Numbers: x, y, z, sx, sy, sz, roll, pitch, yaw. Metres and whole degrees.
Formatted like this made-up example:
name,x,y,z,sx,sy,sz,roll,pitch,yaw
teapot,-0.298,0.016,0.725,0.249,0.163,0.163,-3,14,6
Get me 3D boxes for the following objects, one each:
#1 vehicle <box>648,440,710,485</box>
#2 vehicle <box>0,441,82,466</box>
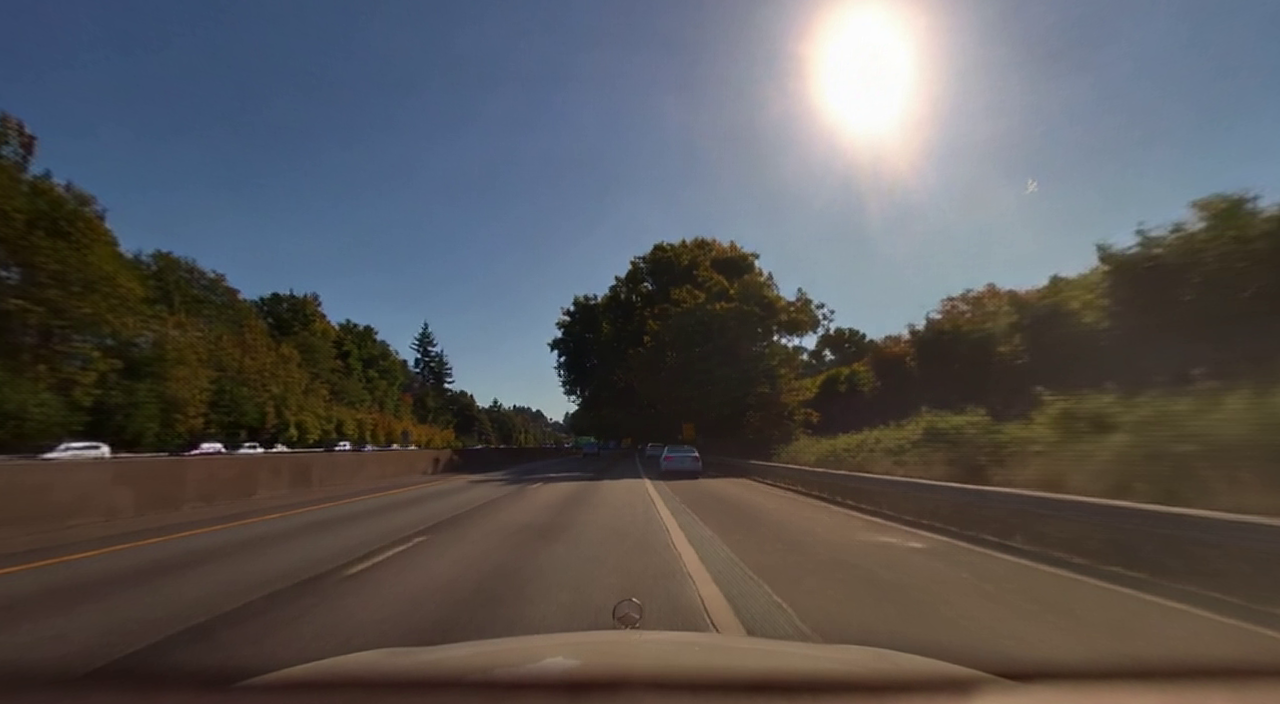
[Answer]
name,x,y,z,sx,sy,sz,roll,pitch,yaw
vehicle,1.328,4.010,23.100,1.960,1.456,3.818,0,-9,-1
vehicle,-37.301,6.315,39.247,1.768,1.444,3.802,0,-9,-5
